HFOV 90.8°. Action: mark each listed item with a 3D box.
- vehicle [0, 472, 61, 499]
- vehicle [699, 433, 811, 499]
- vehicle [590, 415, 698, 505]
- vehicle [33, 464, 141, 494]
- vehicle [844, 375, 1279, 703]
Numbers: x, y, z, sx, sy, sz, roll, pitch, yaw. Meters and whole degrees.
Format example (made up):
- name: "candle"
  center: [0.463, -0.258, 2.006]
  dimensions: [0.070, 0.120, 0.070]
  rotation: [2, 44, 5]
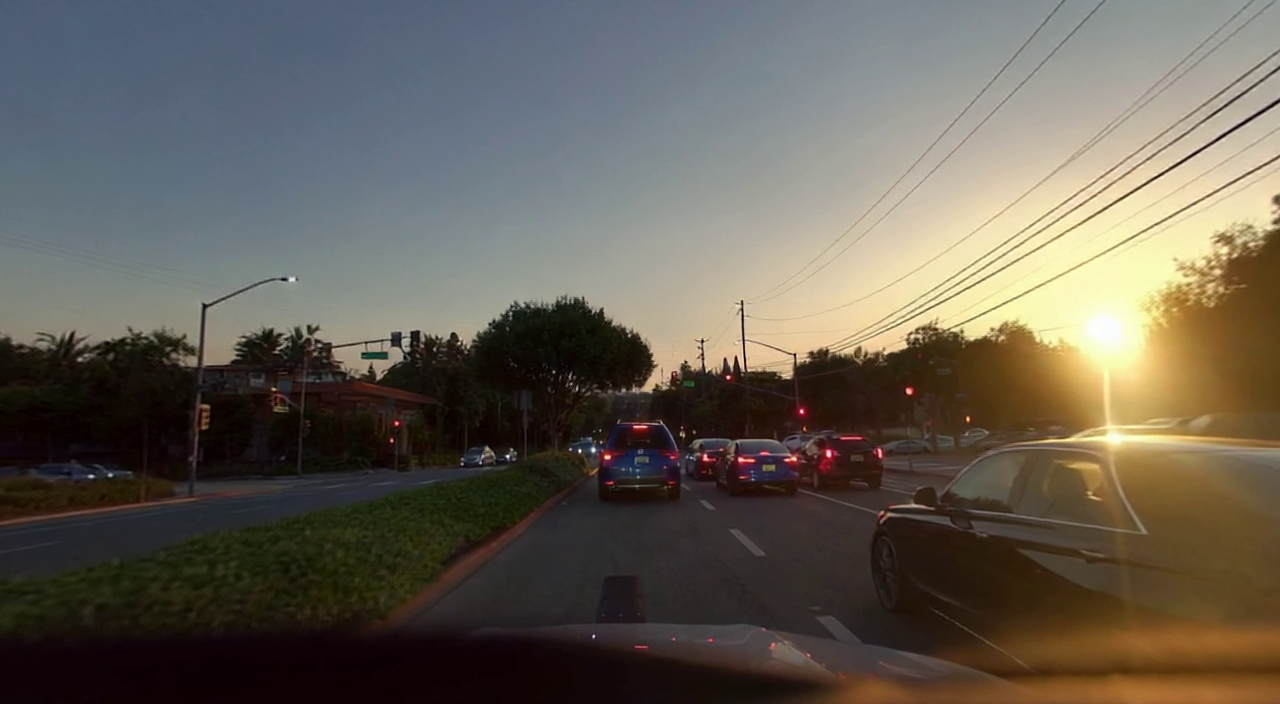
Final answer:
- name: "vehicle"
  center: [-37.964, 7.969, 37.708]
  dimensions: [4.625, 1.455, 2.029]
  rotation: [0, -9, -4]
- name: "vehicle"
  center: [2.830, 2.923, 16.614]
  dimensions: [2.025, 1.477, 4.333]
  rotation: [0, -9, -1]
- name: "vehicle"
  center: [0.069, 2.603, 15.574]
  dimensions: [2.236, 1.856, 4.816]
  rotation: [0, -9, 0]
- name: "vehicle"
  center: [-33.227, 7.629, 38.070]
  dimensions: [4.550, 1.601, 1.766]
  rotation: [1, -9, -7]
- name: "vehicle"
  center: [2.780, 1.016, 3.215]
  dimensions: [2.004, 1.460, 4.297]
  rotation: [0, -9, -1]
